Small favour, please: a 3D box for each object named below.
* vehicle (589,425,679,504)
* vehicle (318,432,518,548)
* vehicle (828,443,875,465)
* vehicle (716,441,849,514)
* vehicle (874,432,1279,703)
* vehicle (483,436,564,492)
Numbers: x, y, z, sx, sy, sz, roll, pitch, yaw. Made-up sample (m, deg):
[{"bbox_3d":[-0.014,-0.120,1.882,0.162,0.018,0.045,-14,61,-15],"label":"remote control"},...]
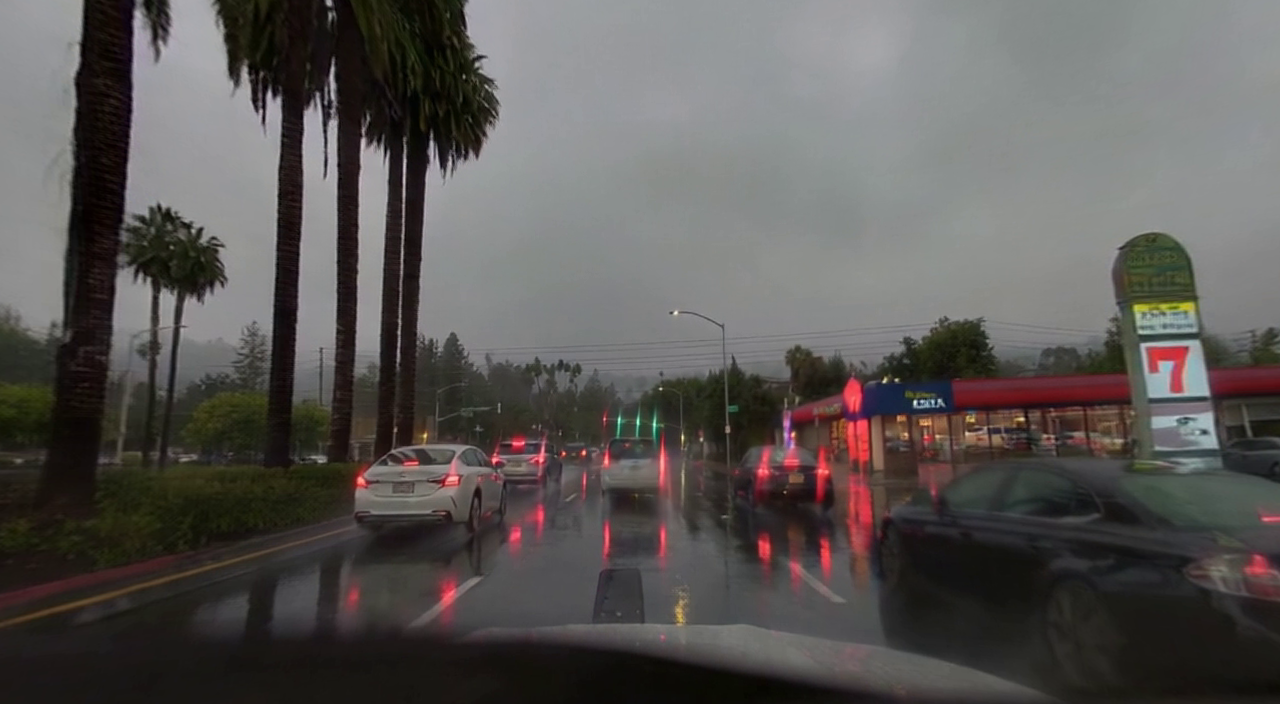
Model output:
[{"bbox_3d":[-0.144,3.016,17.319,2.164,1.867,4.254,0,-8,0],"label":"vehicle"},{"bbox_3d":[-3.340,2.136,10.460,1.864,1.505,4.202,0,-8,-1],"label":"vehicle"},{"bbox_3d":[13.720,6.624,41.026,1.833,1.392,3.588,0,-8,0],"label":"vehicle"},{"bbox_3d":[3.208,2.915,15.254,1.977,1.480,4.589,0,-8,-2],"label":"vehicle"},{"bbox_3d":[3.602,1.384,4.815,1.867,1.448,4.436,0,-8,-1],"label":"vehicle"},{"bbox_3d":[-3.810,3.721,21.339,1.932,1.695,4.235,0,-8,0],"label":"vehicle"}]
